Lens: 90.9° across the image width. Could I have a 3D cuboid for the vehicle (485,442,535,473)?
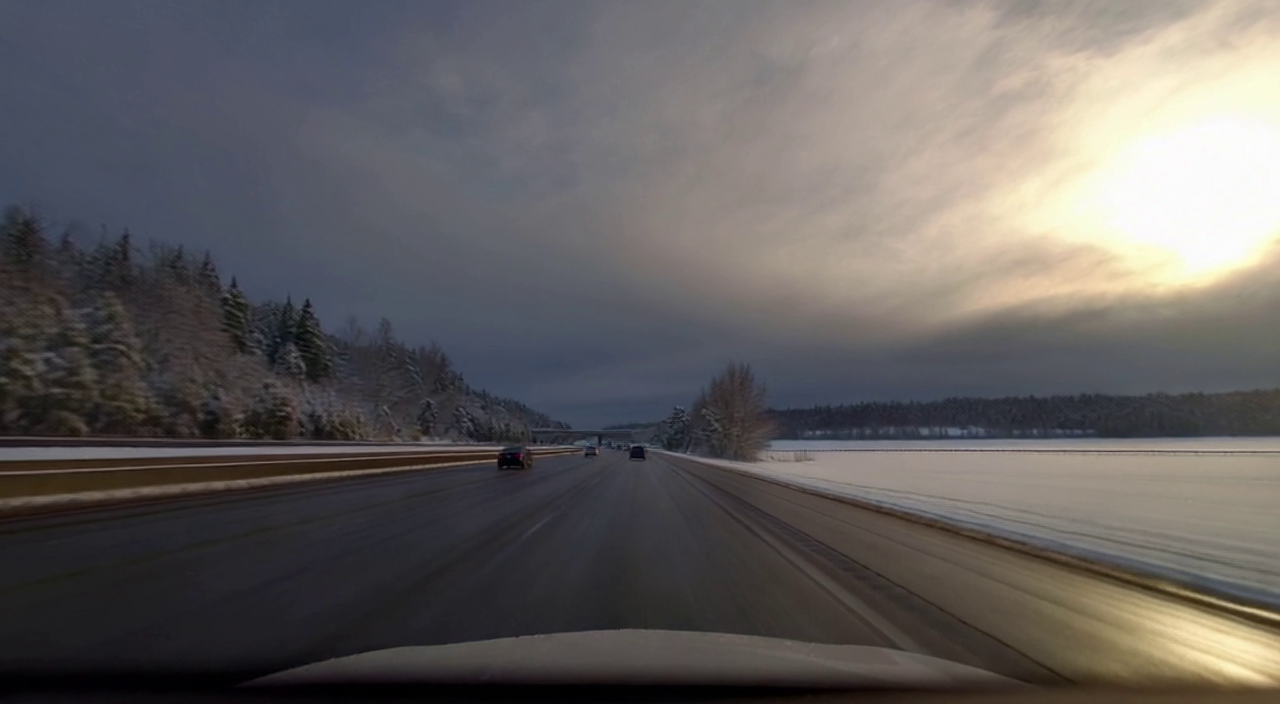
[{"bbox_3d":[-7.334,5.965,35.888,1.972,1.603,3.891,0,-8,1],"label":"vehicle"}]
